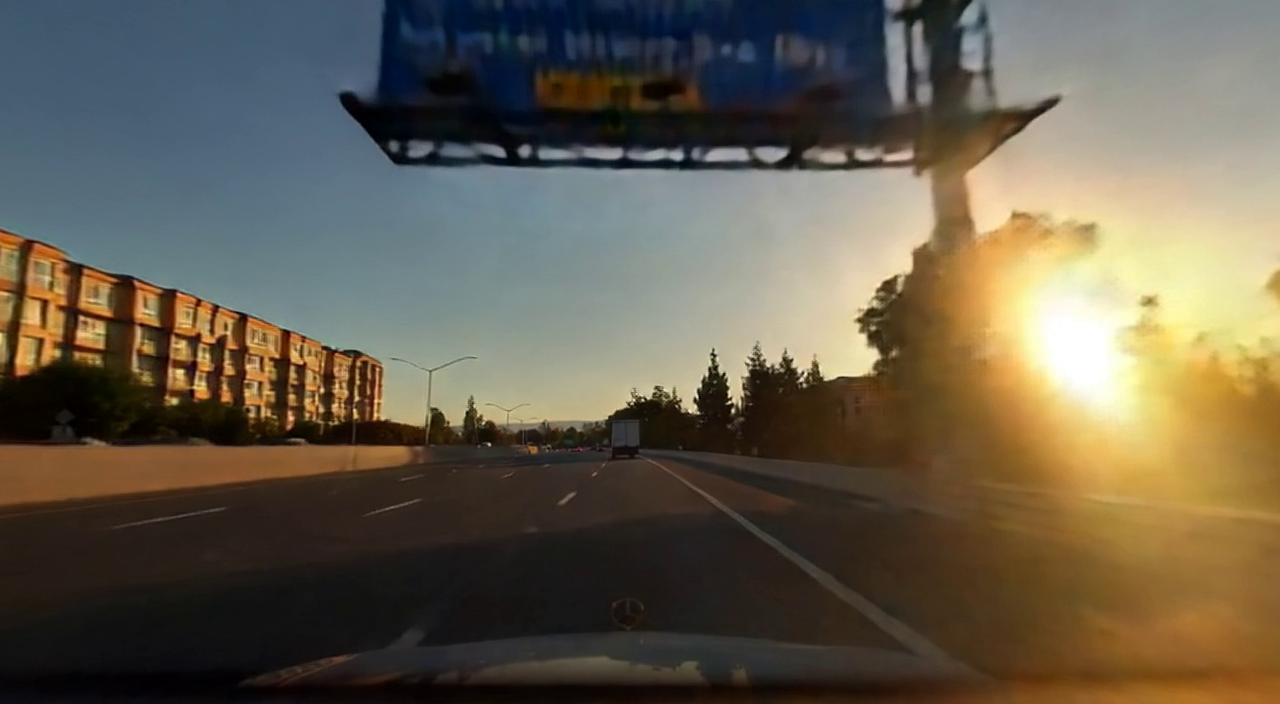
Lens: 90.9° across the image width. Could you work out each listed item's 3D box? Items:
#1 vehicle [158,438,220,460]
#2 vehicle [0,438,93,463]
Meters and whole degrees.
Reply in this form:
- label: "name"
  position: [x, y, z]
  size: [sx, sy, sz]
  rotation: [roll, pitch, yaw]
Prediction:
- label: "vehicle"
  position: [-33.750, 7.281, 47.354]
  size: [1.797, 1.518, 3.946]
  rotation: [0, -8, -1]
- label: "vehicle"
  position: [-40.354, 6.702, 43.048]
  size: [1.858, 1.574, 4.642]
  rotation: [0, -8, -1]
